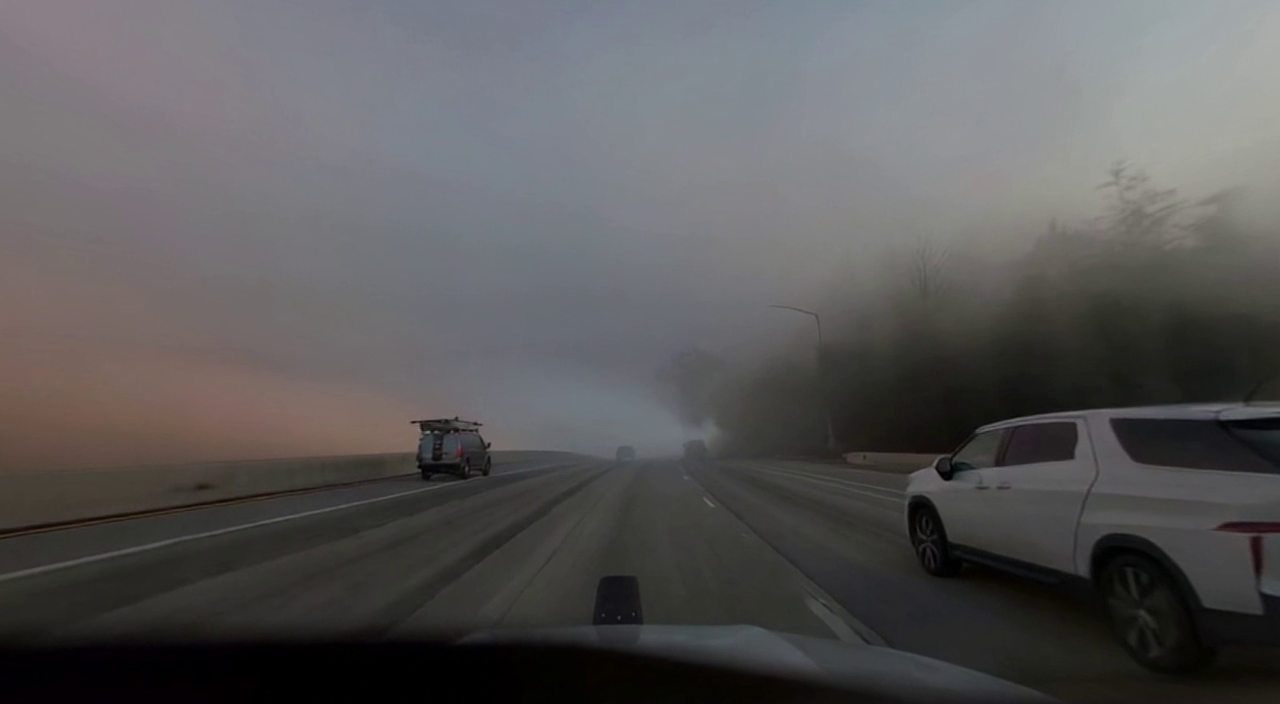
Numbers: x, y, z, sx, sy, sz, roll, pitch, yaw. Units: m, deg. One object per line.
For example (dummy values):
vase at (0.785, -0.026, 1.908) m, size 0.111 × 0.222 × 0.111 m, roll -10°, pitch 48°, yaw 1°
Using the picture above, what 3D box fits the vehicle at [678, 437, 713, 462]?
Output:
vehicle at (4.137, 7.400, 47.925) m, size 2.211 × 1.814 × 4.404 m, roll 0°, pitch -8°, yaw 0°

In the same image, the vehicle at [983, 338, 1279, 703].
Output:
vehicle at (3.515, 0.795, 2.257) m, size 2.075 × 1.743 × 4.410 m, roll 0°, pitch -8°, yaw 0°

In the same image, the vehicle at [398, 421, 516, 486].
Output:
vehicle at (-6.433, 3.688, 23.179) m, size 2.383 × 2.048 × 5.875 m, roll -1°, pitch -8°, yaw 2°
